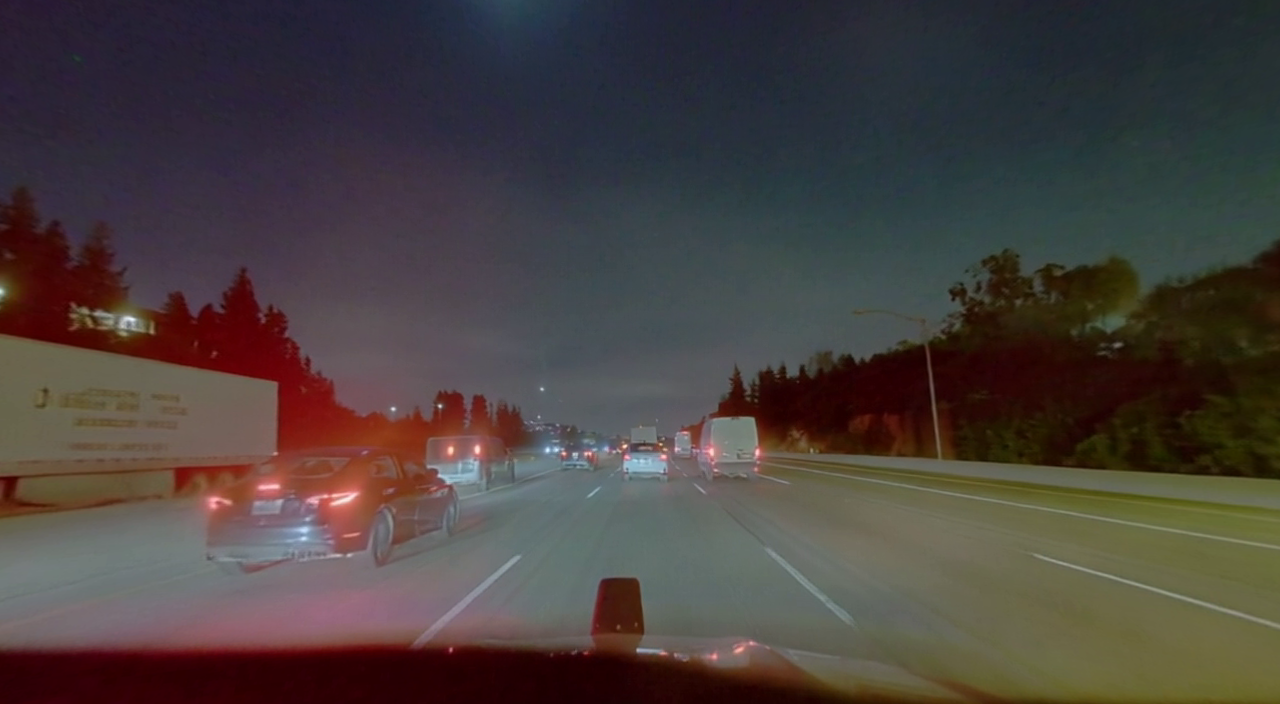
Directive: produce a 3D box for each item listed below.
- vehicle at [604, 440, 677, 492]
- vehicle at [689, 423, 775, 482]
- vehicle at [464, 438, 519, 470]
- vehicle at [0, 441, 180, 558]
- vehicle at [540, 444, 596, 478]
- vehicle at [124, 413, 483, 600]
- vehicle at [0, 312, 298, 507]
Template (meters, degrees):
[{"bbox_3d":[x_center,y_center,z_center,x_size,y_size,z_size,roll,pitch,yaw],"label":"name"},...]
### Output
[{"bbox_3d":[0.000,3.555,19.898,2.053,1.461,3.941,0,-9,0],"label":"vehicle"},{"bbox_3d":[3.507,3.985,25.197,2.460,2.086,5.576,0,-9,-1],"label":"vehicle"},{"bbox_3d":[-8.824,6.121,37.836,2.187,1.776,4.518,0,-9,0],"label":"vehicle"},{"bbox_3d":[-9.018,1.964,8.632,1.937,1.450,4.569,0,-9,0],"label":"vehicle"},{"bbox_3d":[-3.303,5.079,29.687,2.062,1.459,4.365,0,-9,1],"label":"vehicle"},{"bbox_3d":[-3.457,1.667,7.651,1.956,1.602,4.258,0,-9,1],"label":"vehicle"},{"bbox_3d":[-15.239,1.720,16.760,2.880,4.167,16.544,0,-9,1],"label":"vehicle"}]
